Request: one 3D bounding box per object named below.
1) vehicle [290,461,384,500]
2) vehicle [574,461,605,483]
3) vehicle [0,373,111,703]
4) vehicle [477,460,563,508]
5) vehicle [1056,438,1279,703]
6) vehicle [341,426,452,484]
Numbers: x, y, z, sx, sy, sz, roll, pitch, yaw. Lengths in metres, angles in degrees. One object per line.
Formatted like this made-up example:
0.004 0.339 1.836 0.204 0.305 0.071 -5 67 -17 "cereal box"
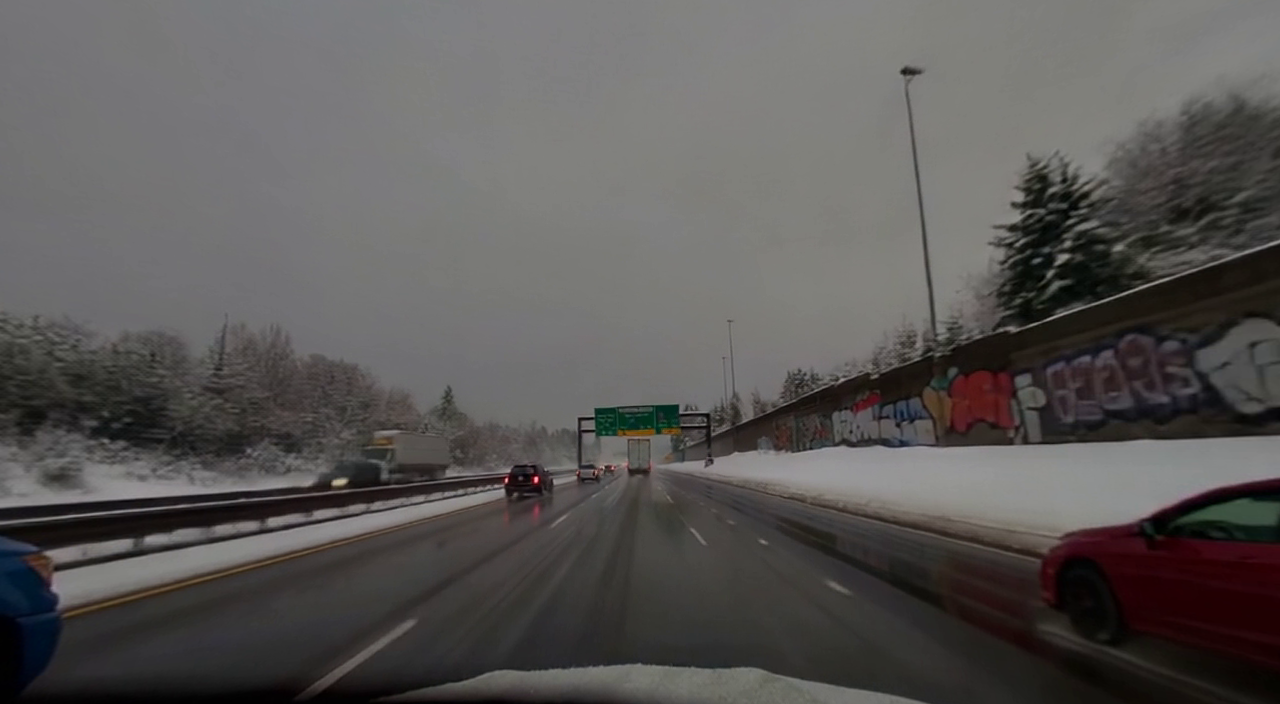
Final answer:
-12.505 5.327 26.297 1.842 1.453 4.161 1 -10 0 "vehicle"
-3.892 9.388 49.461 2.032 1.625 4.023 0 -10 1 "vehicle"
-3.403 0.545 0.510 2.004 1.610 4.508 1 -10 -1 "vehicle"
-3.983 4.473 21.599 2.054 1.443 4.131 0 -10 1 "vehicle"
4.170 1.087 2.646 1.917 1.458 4.199 1 -10 -1 "vehicle"
-17.367 7.738 46.458 2.922 3.622 13.507 1 -11 -1 "vehicle"
